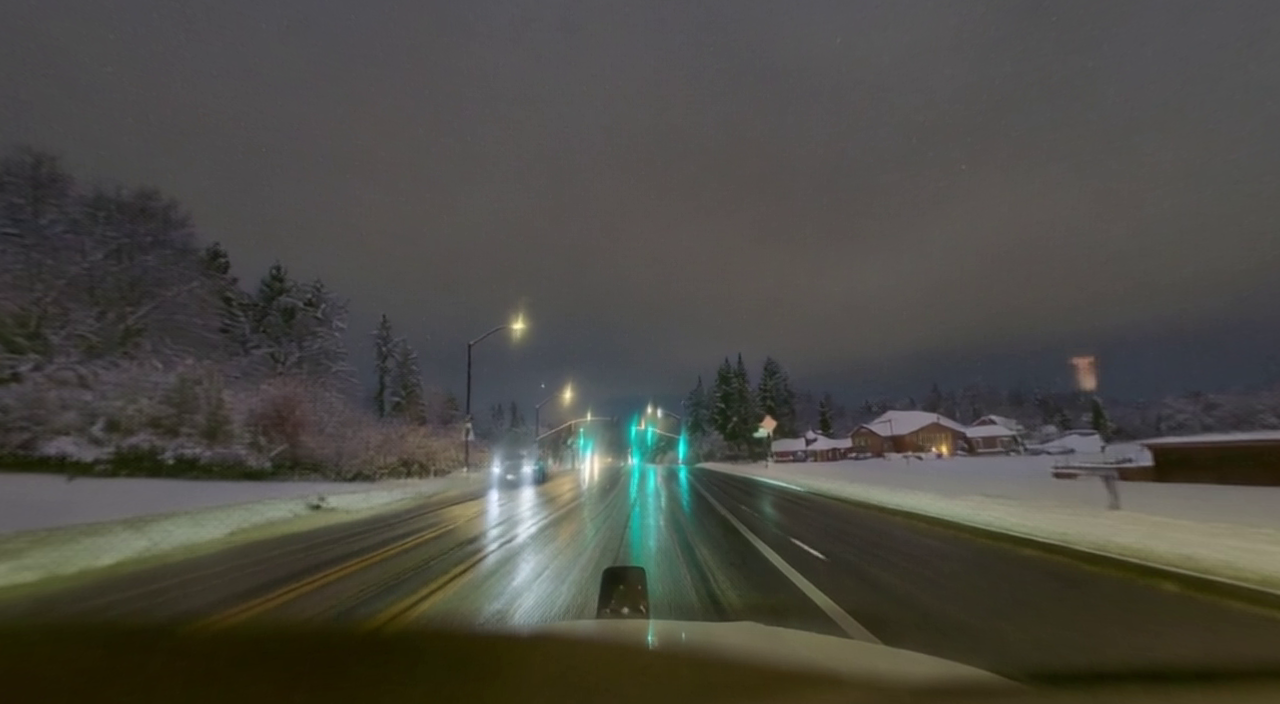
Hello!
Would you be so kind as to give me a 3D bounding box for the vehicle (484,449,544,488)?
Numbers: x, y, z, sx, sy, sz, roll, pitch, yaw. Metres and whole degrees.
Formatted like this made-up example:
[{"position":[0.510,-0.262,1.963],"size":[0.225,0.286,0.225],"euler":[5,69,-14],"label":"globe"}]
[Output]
[{"position":[-5.445,5.053,27.704],"size":[1.816,1.543,3.931],"euler":[-1,-8,0],"label":"vehicle"}]
